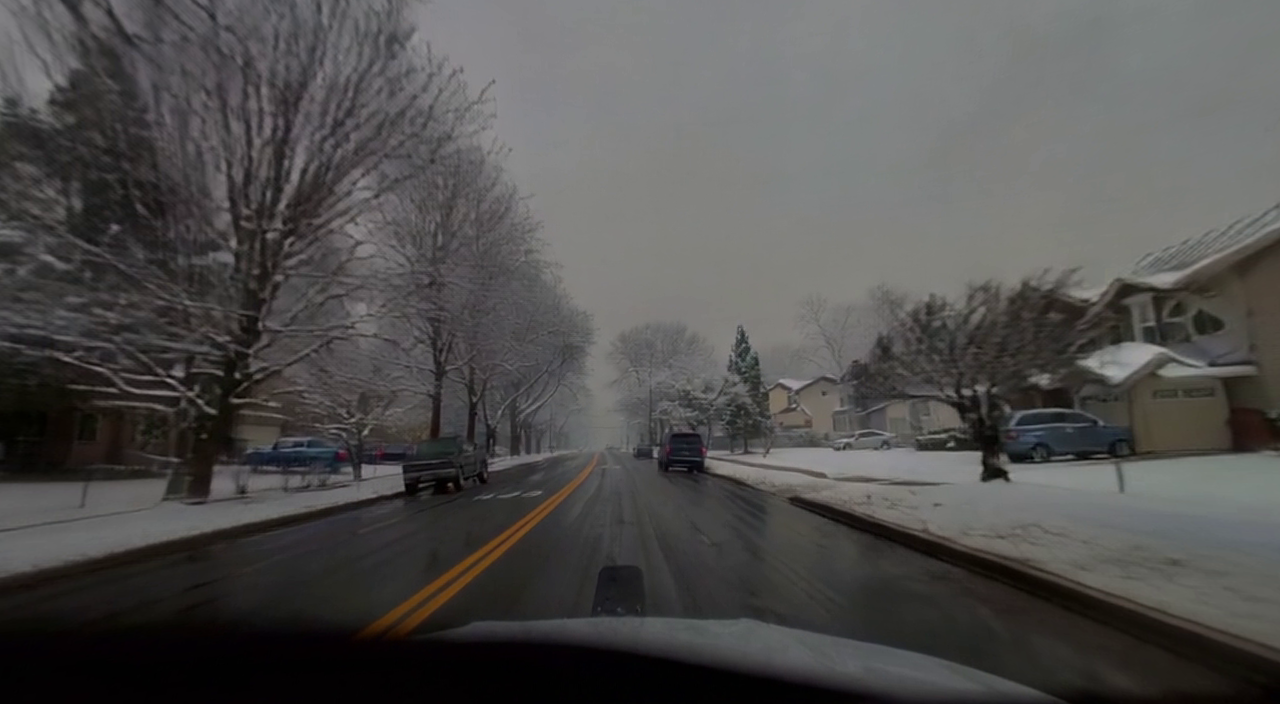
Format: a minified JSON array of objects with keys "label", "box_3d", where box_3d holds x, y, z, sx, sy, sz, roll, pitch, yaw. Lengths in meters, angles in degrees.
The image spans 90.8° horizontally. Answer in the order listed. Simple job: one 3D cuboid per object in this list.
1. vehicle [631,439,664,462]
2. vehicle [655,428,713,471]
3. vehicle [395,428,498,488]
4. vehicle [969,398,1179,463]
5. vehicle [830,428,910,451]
[{"label":"vehicle","box_3d":[0.503,7.308,47.056,1.988,1.618,4.567,0,-8,-5]},{"label":"vehicle","box_3d":[1.831,4.243,27.821,2.007,1.702,4.430,-1,-8,-3]},{"label":"vehicle","box_3d":[-6.682,3.764,22.563,2.102,1.801,5.574,-1,-9,-2]},{"label":"vehicle","box_3d":[13.269,2.449,19.592,4.938,1.830,2.024,-1,-8,0]},{"label":"vehicle","box_3d":[15.160,5.768,41.818,4.560,1.350,1.882,-2,-7,1]}]
